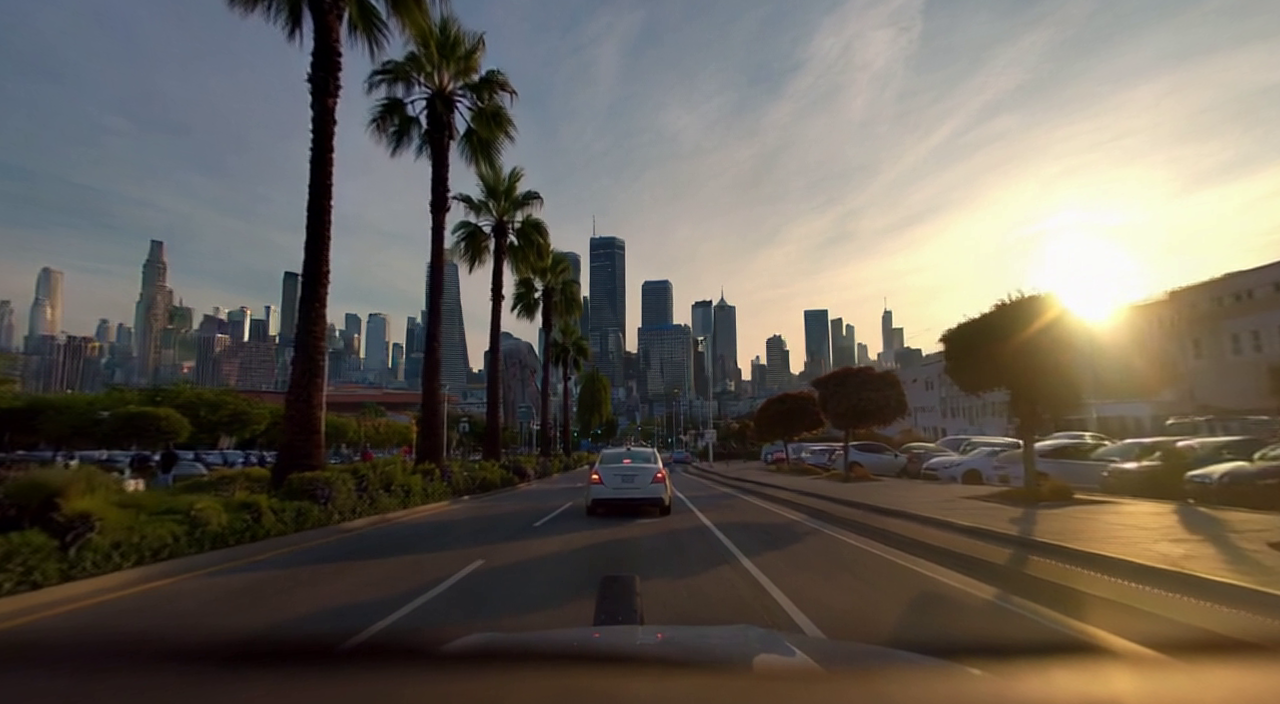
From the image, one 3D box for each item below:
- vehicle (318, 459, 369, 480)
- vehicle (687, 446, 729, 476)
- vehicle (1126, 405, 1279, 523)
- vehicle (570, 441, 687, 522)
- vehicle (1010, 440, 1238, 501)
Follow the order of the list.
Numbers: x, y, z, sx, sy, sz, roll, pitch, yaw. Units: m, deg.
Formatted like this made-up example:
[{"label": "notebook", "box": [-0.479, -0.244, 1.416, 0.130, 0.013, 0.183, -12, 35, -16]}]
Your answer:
[{"label": "vehicle", "box": [-23.391, 9.276, 49.881, 1.860, 1.420, 4.472, 0, -8, 0]}, {"label": "vehicle", "box": [4.305, 7.006, 40.652, 2.136, 1.774, 4.778, 0, -8, 0]}, {"label": "vehicle", "box": [12.922, 1.987, 11.849, 5.301, 1.962, 2.431, -3, -8, 4]}, {"label": "vehicle", "box": [-0.201, 2.775, 14.033, 2.235, 1.528, 3.876, 0, -8, 1]}, {"label": "vehicle", "box": [12.841, 3.136, 16.942, 4.363, 1.488, 2.248, 1, -9, -4]}]
